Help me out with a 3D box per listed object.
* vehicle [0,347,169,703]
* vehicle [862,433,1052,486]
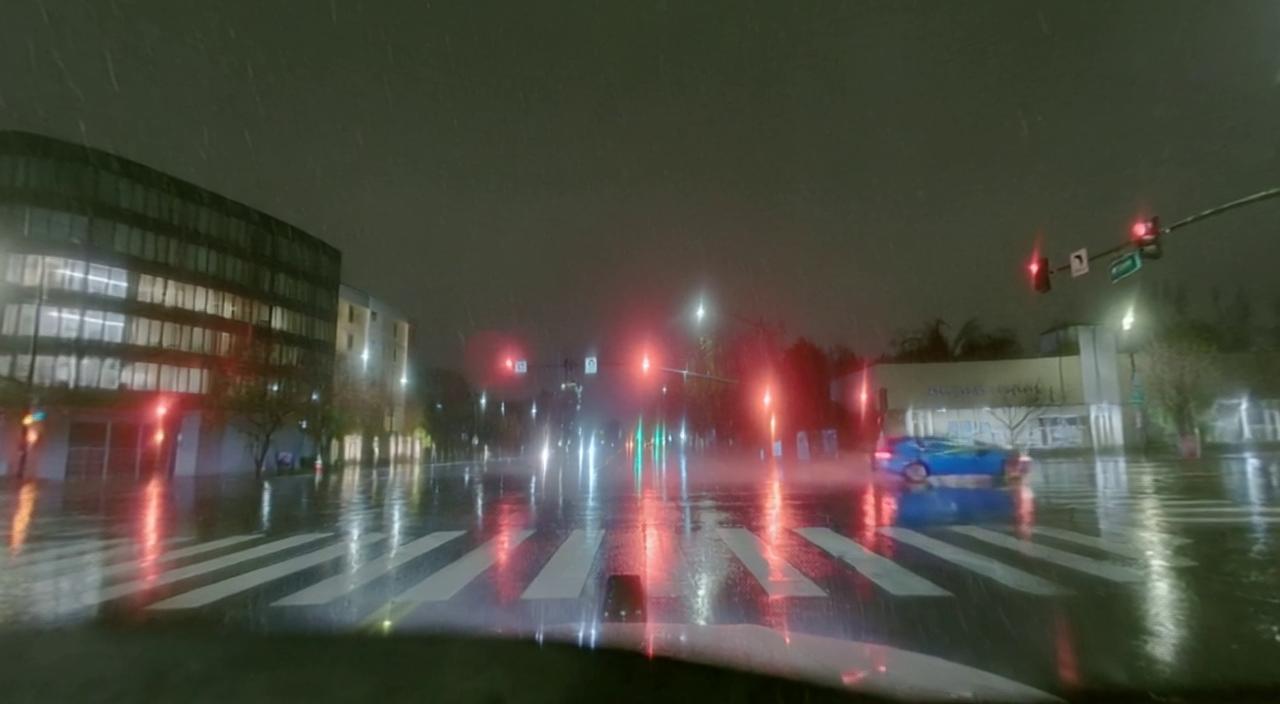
[{"bbox_3d":[-3.637,0.615,1.061,2.109,1.692,4.587,0,-8,0],"label":"vehicle"},{"bbox_3d":[9.203,3.141,18.534,4.551,1.454,1.941,0,-8,-1],"label":"vehicle"}]
